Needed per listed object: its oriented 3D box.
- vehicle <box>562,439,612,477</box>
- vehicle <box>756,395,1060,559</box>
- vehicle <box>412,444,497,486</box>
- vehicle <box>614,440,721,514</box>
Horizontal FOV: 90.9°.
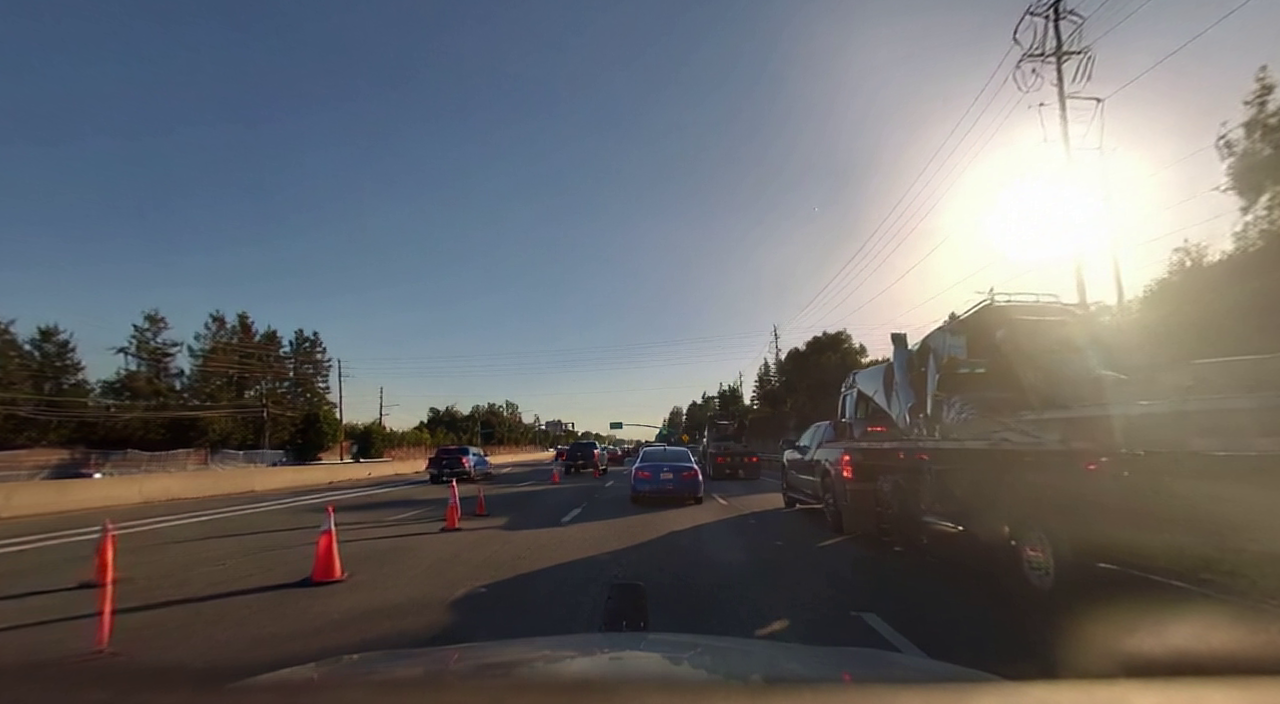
[{"bbox_3d":[-2.561,5.257,31.498,1.989,1.729,4.184,0,-9,2],"label":"vehicle"},{"bbox_3d":[3.900,2.012,10.996,2.555,2.017,6.201,0,-9,0],"label":"vehicle"},{"bbox_3d":[-7.299,4.468,25.414,2.018,1.490,4.926,0,-8,-1],"label":"vehicle"},{"bbox_3d":[0.592,2.838,14.858,2.128,1.473,4.272,0,-9,1],"label":"vehicle"}]
